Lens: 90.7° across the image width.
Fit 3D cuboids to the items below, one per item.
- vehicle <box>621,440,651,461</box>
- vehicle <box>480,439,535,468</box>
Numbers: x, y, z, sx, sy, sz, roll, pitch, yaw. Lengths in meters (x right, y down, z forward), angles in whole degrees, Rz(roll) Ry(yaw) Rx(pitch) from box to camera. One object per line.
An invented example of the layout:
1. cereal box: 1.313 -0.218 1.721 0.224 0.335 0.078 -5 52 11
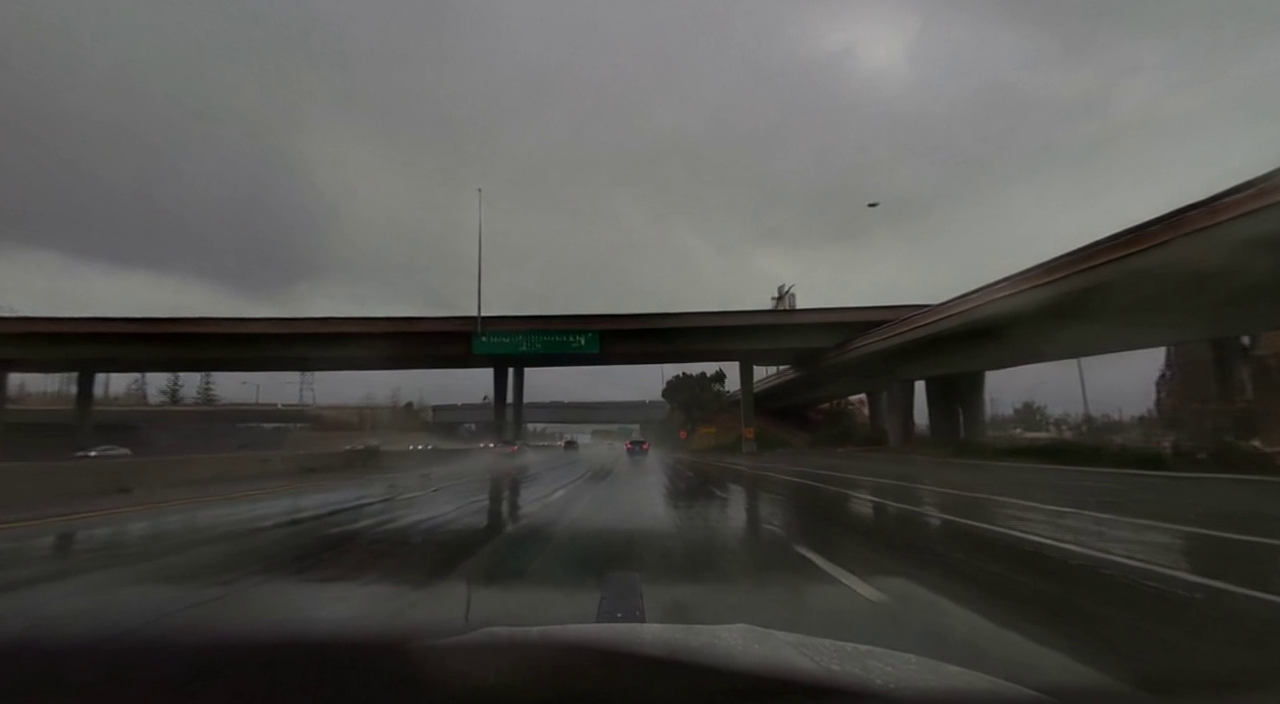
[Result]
1. vehicle: -0.316 7.245 46.737 2.086 1.472 4.168 0 -8 -1
2. vehicle: -7.186 5.555 34.838 1.994 1.487 4.605 0 -8 0
